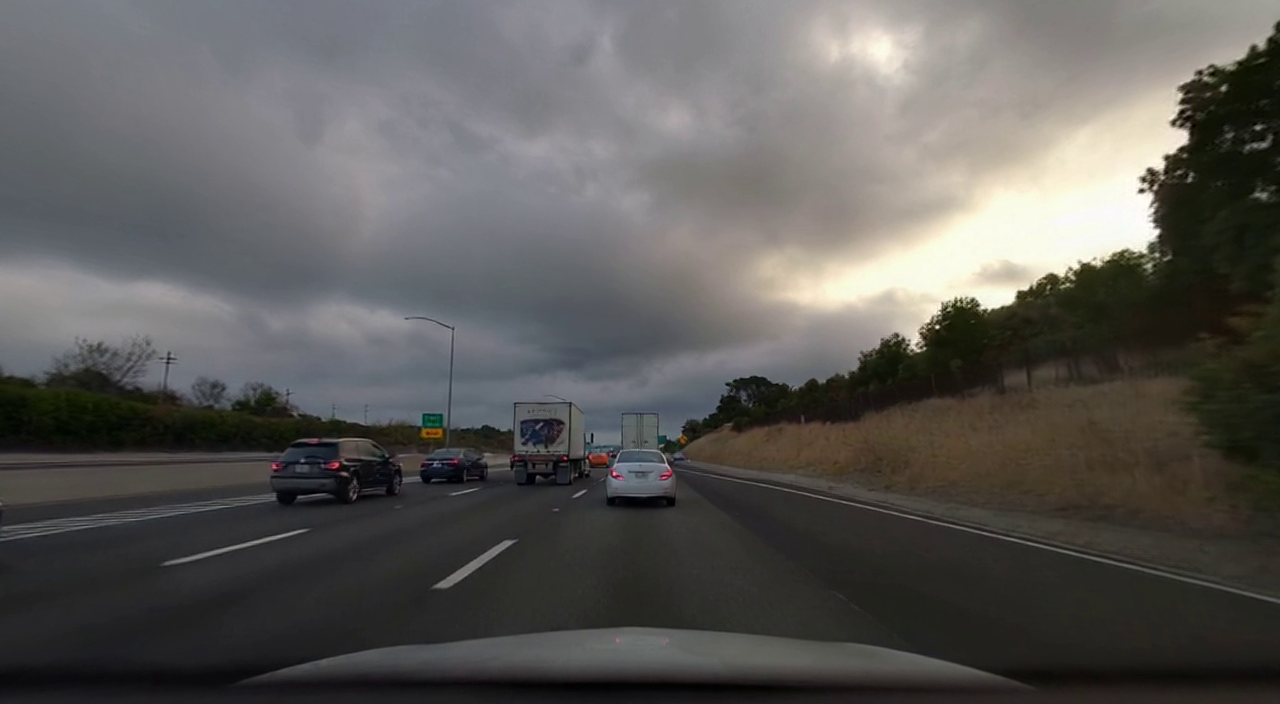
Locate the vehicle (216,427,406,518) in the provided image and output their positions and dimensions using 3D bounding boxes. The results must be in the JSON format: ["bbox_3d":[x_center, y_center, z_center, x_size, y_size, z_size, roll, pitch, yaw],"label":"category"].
[{"bbox_3d":[-7.248,2.706,14.545,1.952,1.746,4.332,-1,-9,1],"label":"vehicle"}]

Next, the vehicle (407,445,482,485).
[{"bbox_3d":[-8.032,4.681,26.284,1.880,1.512,3.758,-1,-9,1],"label":"vehicle"}]

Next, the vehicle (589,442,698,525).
[{"bbox_3d":[0.045,2.680,13.321,1.995,1.495,3.380,0,-9,-1],"label":"vehicle"}]

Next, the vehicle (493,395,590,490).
[{"bbox_3d":[-3.774,3.758,26.097,2.812,3.342,7.248,0,-9,0],"label":"vehicle"}]
